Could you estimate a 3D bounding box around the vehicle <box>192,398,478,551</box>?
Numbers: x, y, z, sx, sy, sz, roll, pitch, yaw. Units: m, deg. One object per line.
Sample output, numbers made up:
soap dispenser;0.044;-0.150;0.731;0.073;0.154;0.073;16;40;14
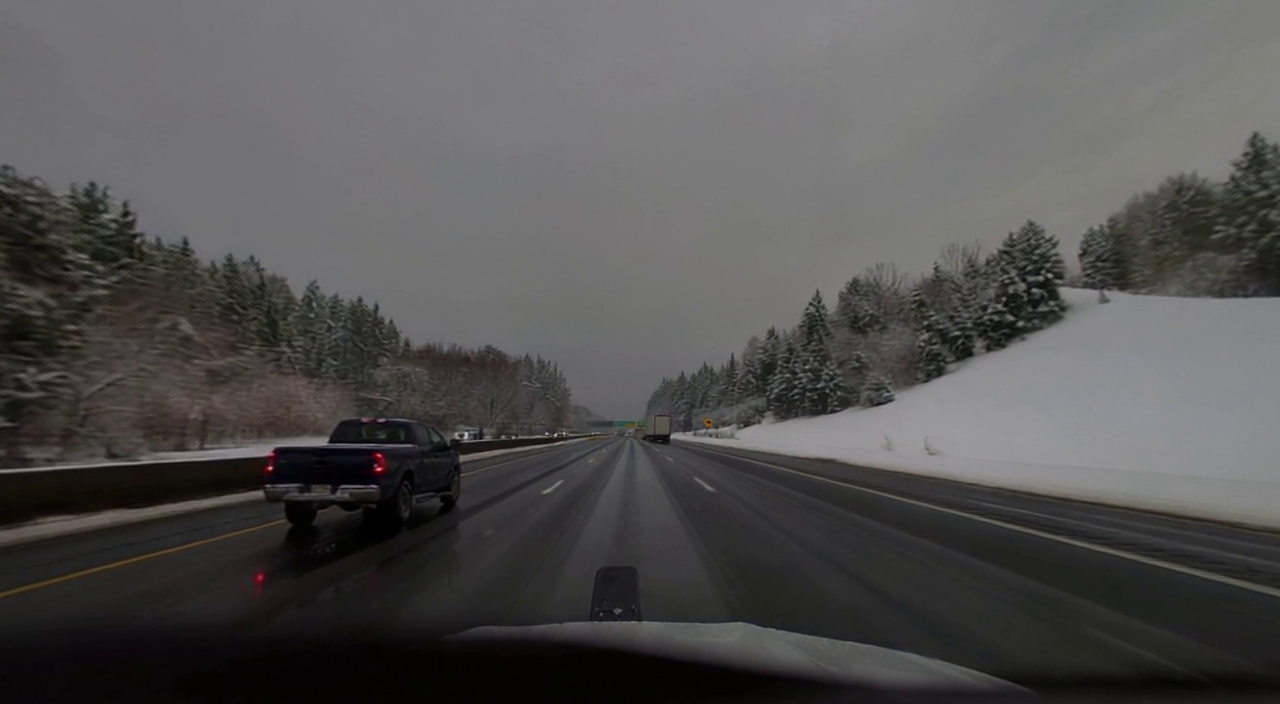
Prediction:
vehicle;-3.769;1.570;8.722;2.000;1.620;3.929;0;-8;0
